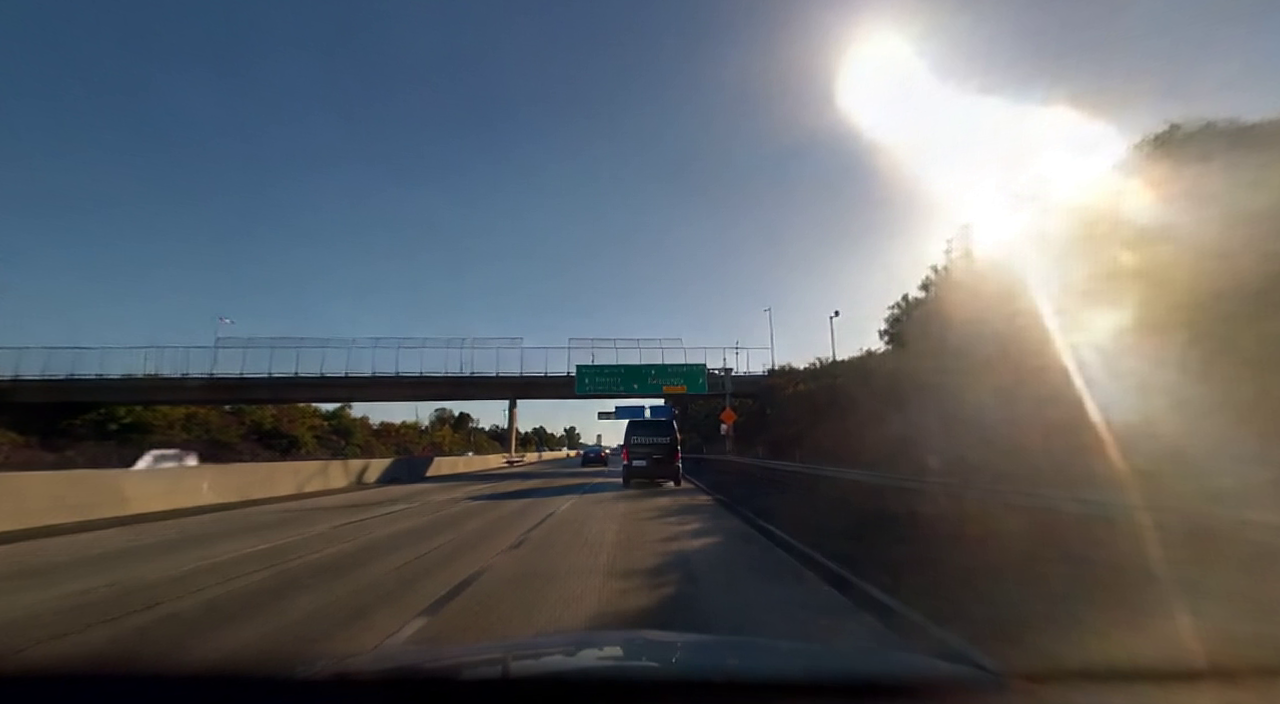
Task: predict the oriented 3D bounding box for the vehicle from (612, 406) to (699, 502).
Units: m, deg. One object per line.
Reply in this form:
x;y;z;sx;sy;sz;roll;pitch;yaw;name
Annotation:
0.335;3.136;19.652;2.332;2.558;5.314;0;-9;-2;vehicle

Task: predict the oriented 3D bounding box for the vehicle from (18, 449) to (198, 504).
-16.116;3.749;19.459;1.922;1.484;4.118;0;-9;0;vehicle

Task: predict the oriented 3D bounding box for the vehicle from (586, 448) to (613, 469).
-3.037;8.026;47.506;1.788;1.500;3.475;0;-9;0;vehicle
